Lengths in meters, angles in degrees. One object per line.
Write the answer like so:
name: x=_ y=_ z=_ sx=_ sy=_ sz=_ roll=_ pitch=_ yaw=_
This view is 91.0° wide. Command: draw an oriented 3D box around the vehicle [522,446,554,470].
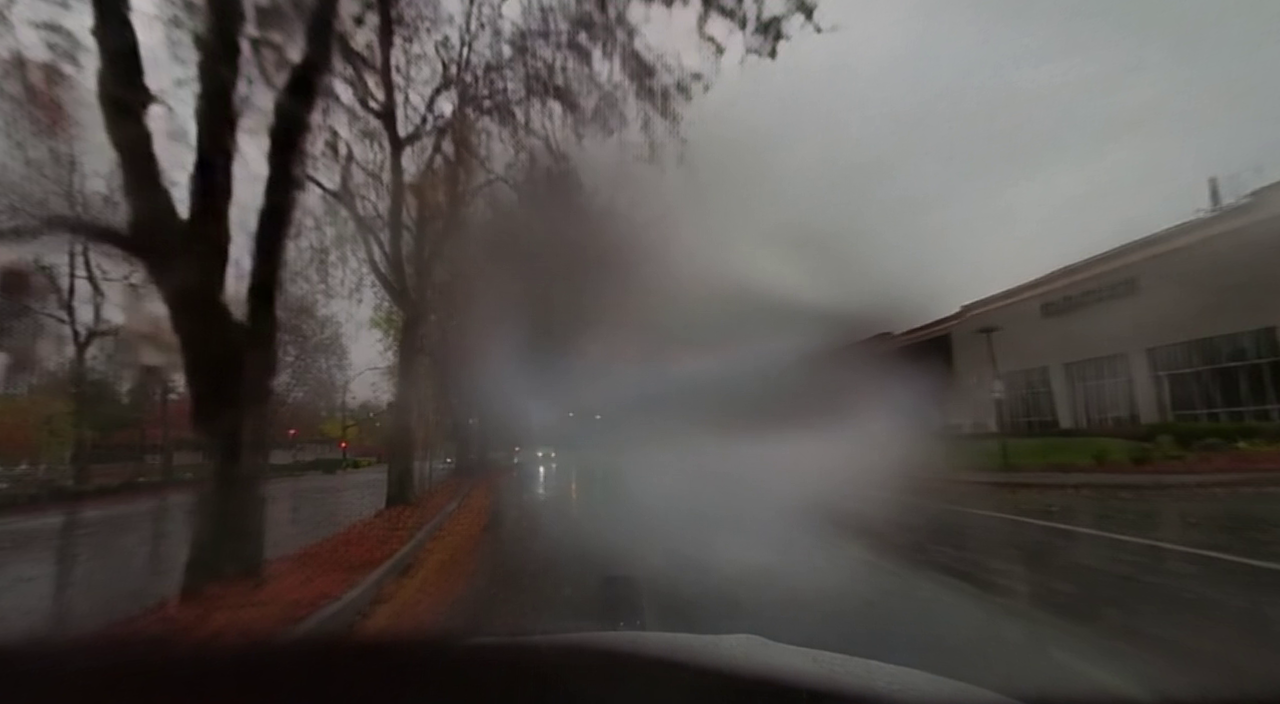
vehicle: x=-6.882 y=7.128 z=42.589 sx=2.018 sy=1.512 sz=4.304 roll=1 pitch=-9 yaw=-8
